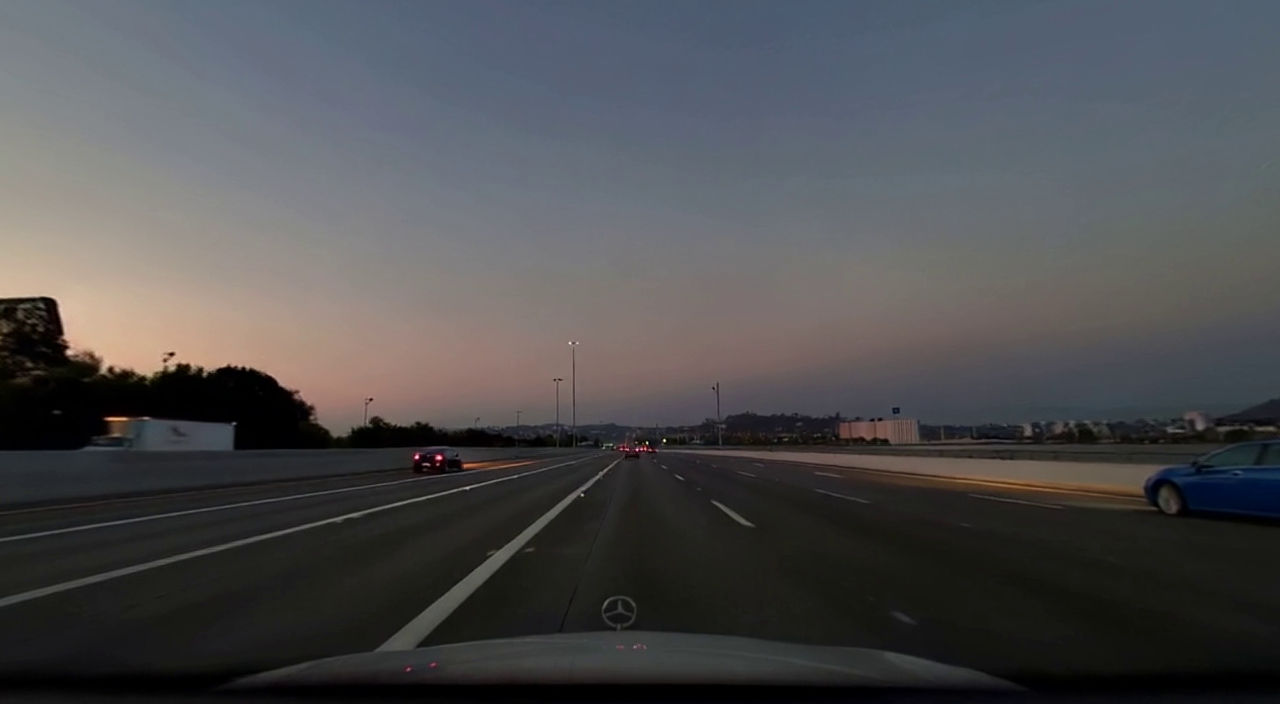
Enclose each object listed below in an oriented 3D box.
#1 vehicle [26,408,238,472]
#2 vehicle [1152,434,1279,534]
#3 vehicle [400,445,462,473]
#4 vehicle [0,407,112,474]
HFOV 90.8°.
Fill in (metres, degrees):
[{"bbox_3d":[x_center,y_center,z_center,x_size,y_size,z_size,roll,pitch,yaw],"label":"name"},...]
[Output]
[{"bbox_3d":[-38.243,6.947,49.359,2.915,4.090,16.659,0,-9,0],"label":"vehicle"},{"bbox_3d":[10.594,1.983,9.483,1.985,1.493,4.486,0,-9,-1],"label":"vehicle"},{"bbox_3d":[-11.327,5.818,34.568,1.921,1.452,4.429,0,-9,0],"label":"vehicle"},{"bbox_3d":[-38.126,5.570,39.488,2.992,3.840,8.262,0,-9,0],"label":"vehicle"}]
